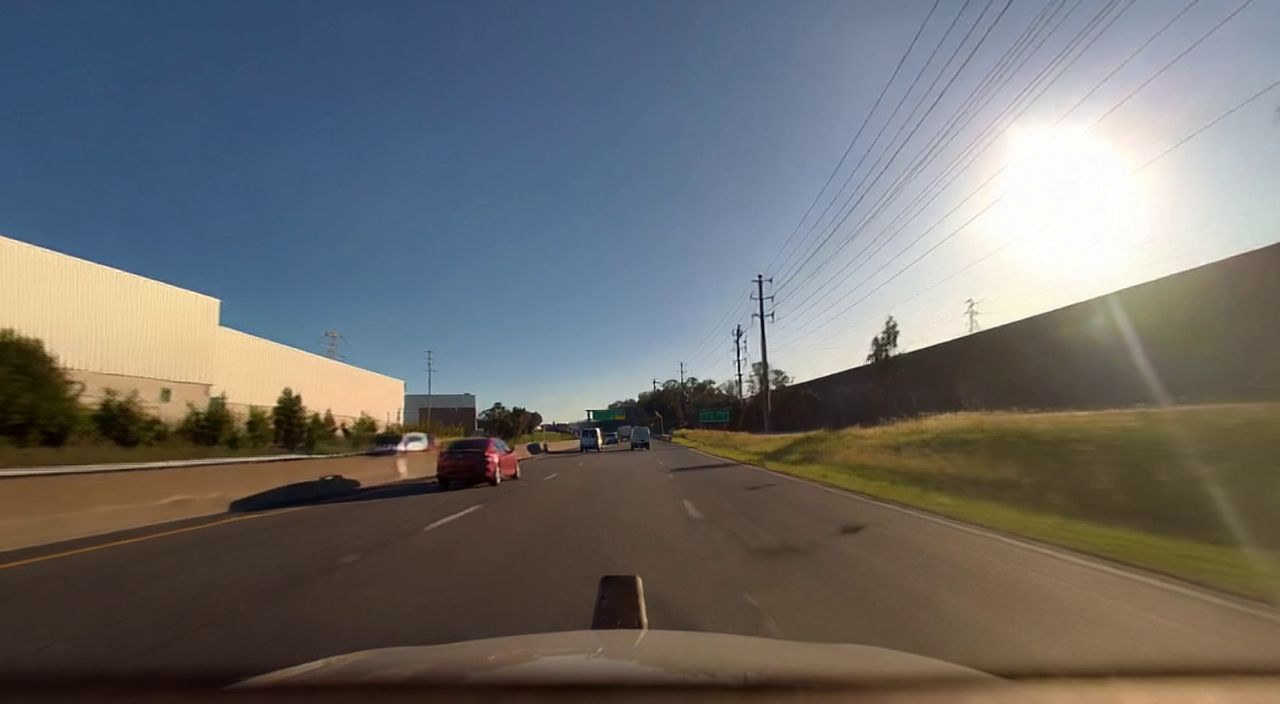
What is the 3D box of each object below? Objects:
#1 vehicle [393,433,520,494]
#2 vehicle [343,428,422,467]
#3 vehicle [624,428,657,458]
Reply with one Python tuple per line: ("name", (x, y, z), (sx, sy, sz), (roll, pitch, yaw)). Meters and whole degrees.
("vehicle", (-4.912, 3.025, 17.688), (2.087, 1.464, 4.853), (0, -8, 1))
("vehicle", (-13.715, 5.098, 33.861), (2.135, 1.961, 4.890), (0, -8, 1))
("vehicle", (-0.013, 6.408, 44.603), (2.213, 1.997, 4.456), (0, -8, -1))
